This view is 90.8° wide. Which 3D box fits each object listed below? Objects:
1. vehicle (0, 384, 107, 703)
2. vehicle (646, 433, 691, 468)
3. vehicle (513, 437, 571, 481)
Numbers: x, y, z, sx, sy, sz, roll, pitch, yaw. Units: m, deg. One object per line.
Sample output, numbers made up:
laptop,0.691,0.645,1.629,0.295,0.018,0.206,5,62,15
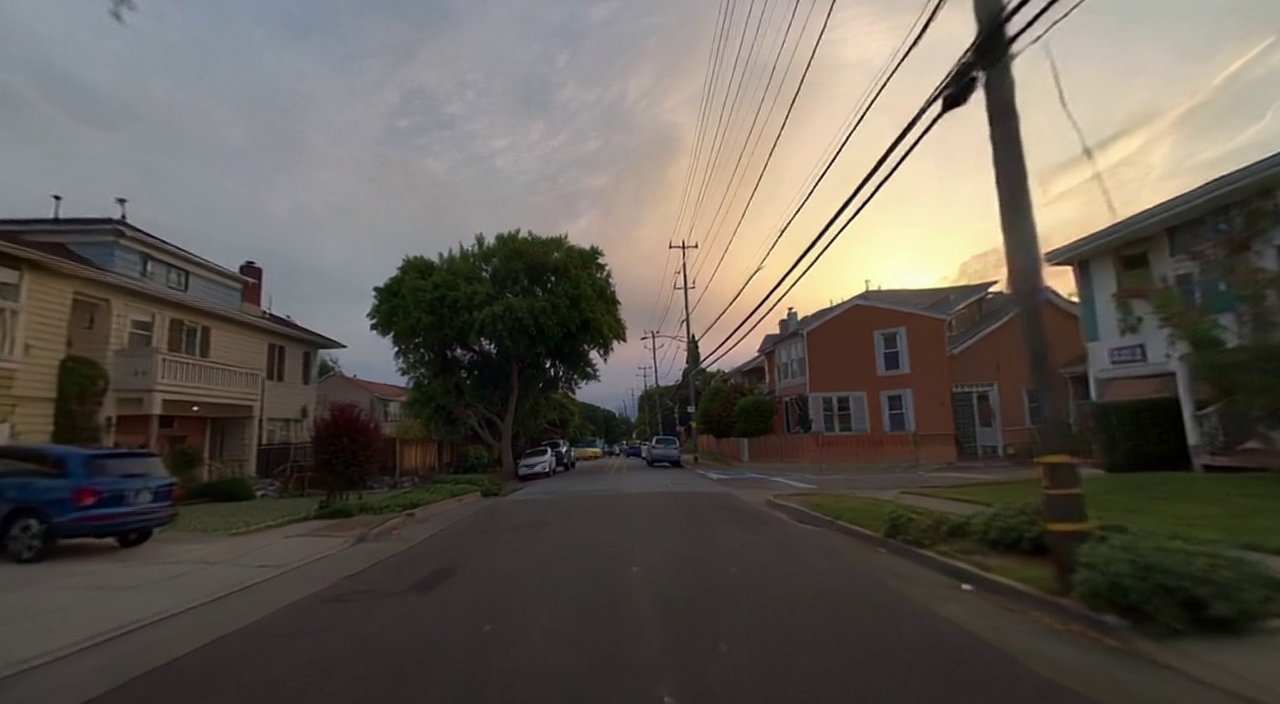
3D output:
vehicle,-3.310,0.834,0.224,2.204,1.655,4.813,-8,-7,-2
vehicle,1.608,5.740,37.140,2.129,1.873,4.471,-1,-7,-4
vehicle,-4.519,4.962,29.759,2.082,1.759,4.541,-2,-7,-2
